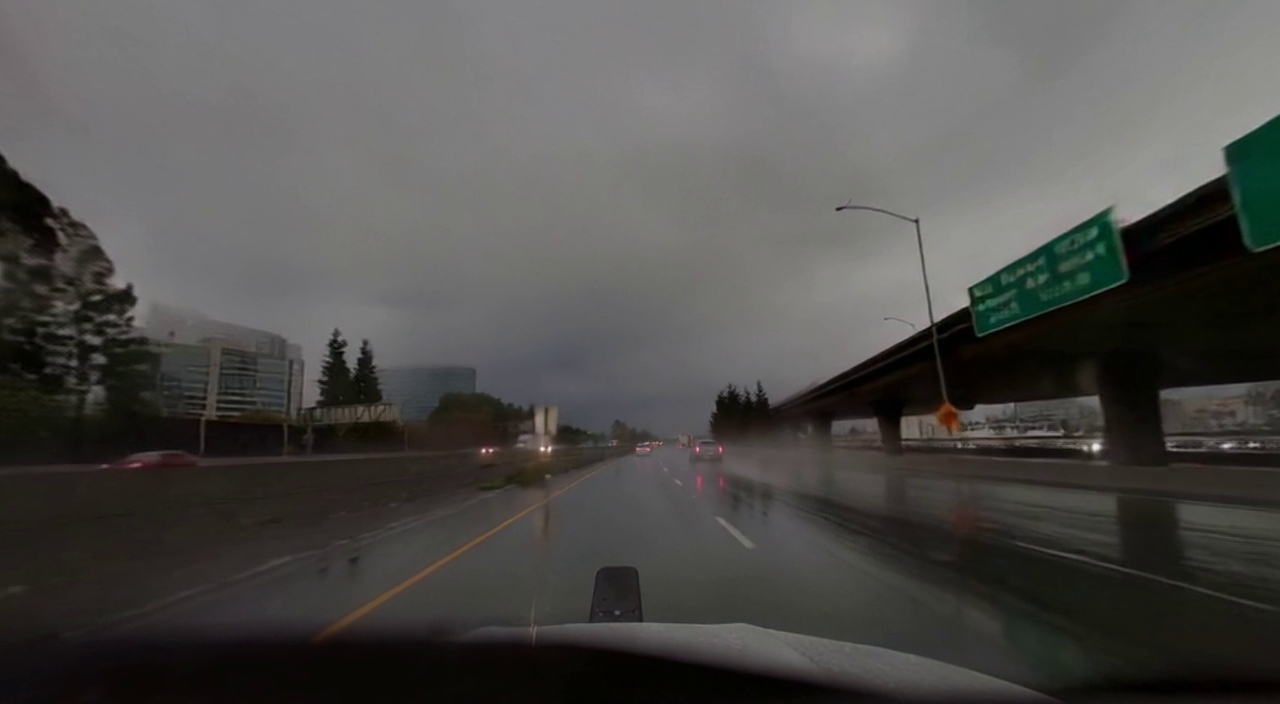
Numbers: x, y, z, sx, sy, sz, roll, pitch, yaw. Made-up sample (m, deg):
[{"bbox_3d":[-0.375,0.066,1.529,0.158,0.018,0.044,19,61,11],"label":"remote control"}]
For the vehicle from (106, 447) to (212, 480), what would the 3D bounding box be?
[{"bbox_3d":[-27.503,6.372,36.418,2.122,1.705,4.982,0,-8,1],"label":"vehicle"}]

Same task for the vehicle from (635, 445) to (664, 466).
[{"bbox_3d":[0.680,7.607,46.650,2.046,1.475,3.784,0,-8,1],"label":"vehicle"}]

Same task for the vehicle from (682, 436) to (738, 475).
[{"bbox_3d":[3.426,5.219,32.115,2.226,1.779,4.835,0,-8,-1],"label":"vehicle"}]
